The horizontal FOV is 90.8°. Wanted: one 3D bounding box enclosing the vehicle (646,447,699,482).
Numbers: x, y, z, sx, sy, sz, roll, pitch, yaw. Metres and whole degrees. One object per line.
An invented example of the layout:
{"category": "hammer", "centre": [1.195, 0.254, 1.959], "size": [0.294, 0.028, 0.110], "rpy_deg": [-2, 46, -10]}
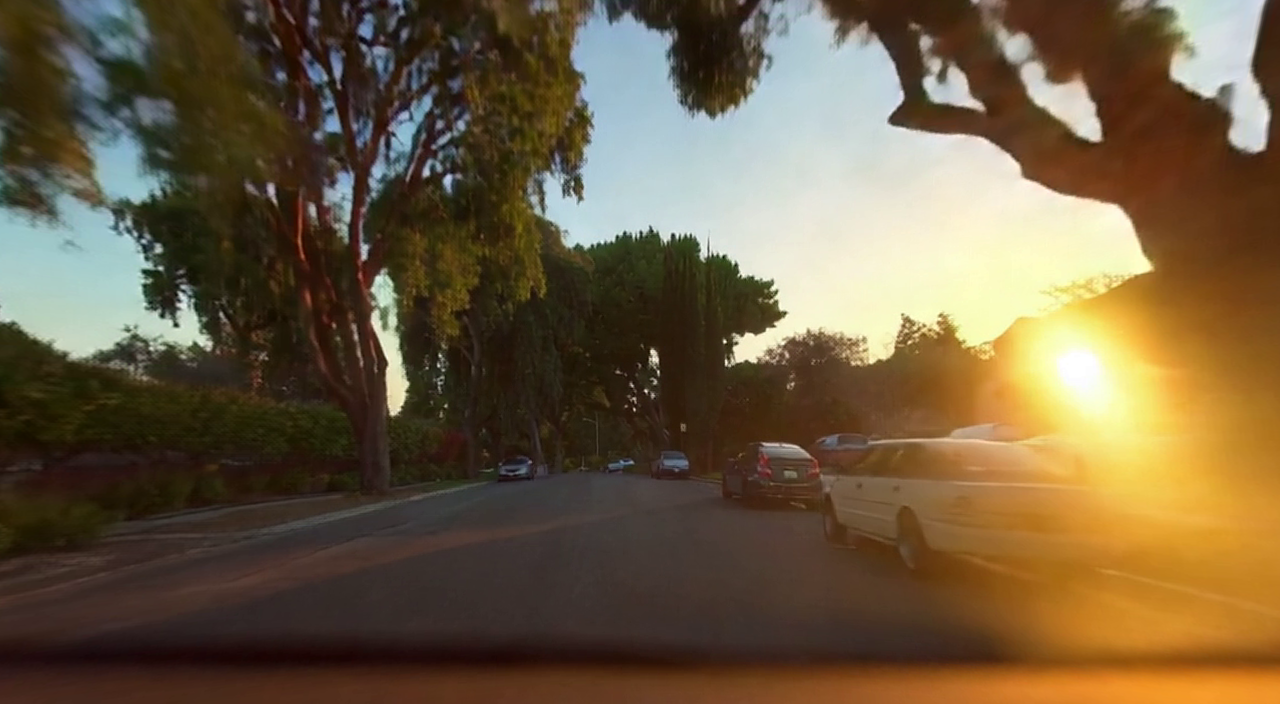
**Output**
{"category": "vehicle", "centre": [1.719, 6.264, 35.431], "size": [2.163, 1.742, 4.239], "rpy_deg": [0, -8, -8]}

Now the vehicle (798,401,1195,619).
{"category": "vehicle", "centre": [3.452, 1.587, 7.434], "size": [1.970, 1.709, 4.568], "rpy_deg": [-1, -8, 0]}

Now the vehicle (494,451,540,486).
{"category": "vehicle", "centre": [-6.999, 6.644, 36.332], "size": [2.051, 1.575, 4.581], "rpy_deg": [-3, -7, -5]}

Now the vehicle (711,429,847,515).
{"category": "vehicle", "centre": [3.176, 2.840, 15.613], "size": [1.990, 1.753, 4.783], "rpy_deg": [-1, -8, -3]}
